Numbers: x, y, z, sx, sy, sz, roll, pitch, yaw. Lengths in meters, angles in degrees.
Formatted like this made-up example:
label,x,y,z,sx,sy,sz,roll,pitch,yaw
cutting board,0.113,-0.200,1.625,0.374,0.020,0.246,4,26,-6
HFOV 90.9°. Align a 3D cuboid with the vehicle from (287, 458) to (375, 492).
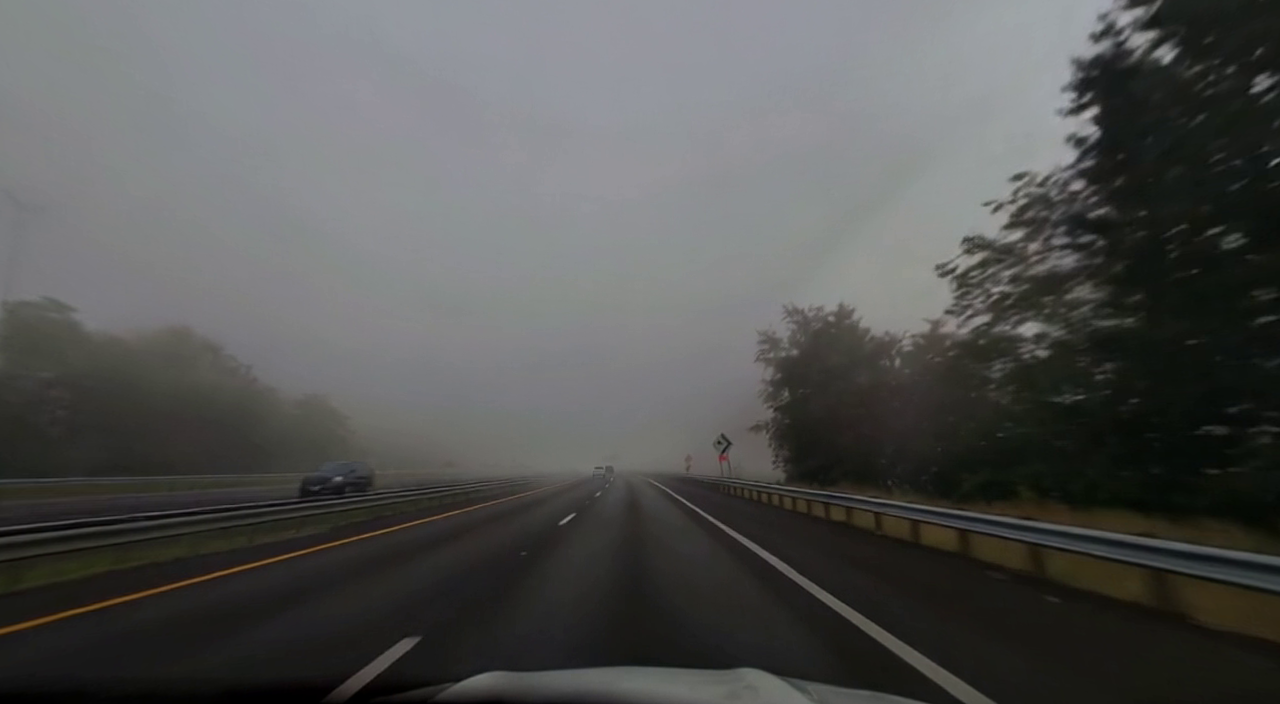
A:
label,x,y,z,sx,sy,sz,roll,pitch,yaw
vehicle,-14.844,5.958,30.574,1.979,1.471,4.623,1,-11,-2
